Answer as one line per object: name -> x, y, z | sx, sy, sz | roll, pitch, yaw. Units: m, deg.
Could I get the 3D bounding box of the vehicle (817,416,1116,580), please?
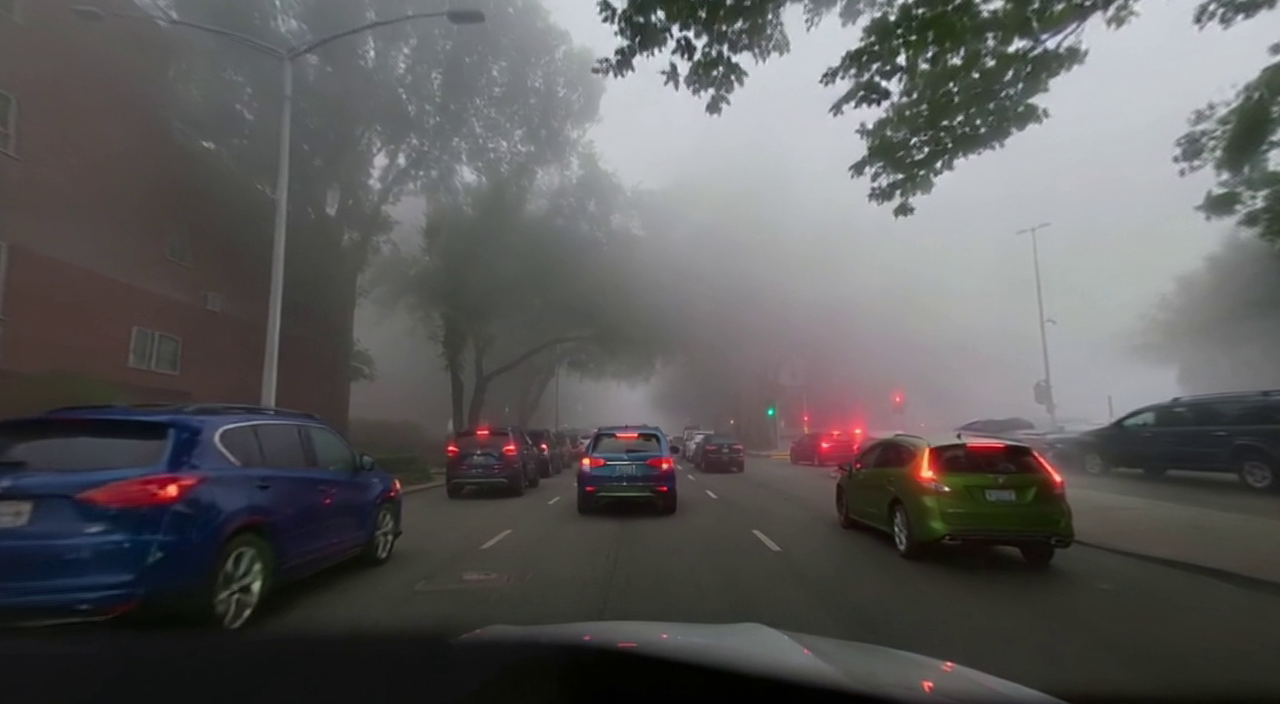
vehicle -> 3.701, 1.690, 8.052 | 1.847, 1.554, 3.885 | 0, -8, 2

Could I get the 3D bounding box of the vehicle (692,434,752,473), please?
vehicle -> 3.367, 4.258, 26.481 | 1.948, 1.475, 4.093 | 0, -8, 0

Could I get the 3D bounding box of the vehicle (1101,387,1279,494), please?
vehicle -> 12.523, 1.762, 12.524 | 4.991, 1.978, 2.090 | -8, -11, 43

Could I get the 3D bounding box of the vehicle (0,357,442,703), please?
vehicle -> -3.427, 1.186, 5.221 | 2.047, 1.710, 4.314 | 0, -8, 1

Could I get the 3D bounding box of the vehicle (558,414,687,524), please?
vehicle -> -0.238, 2.142, 11.964 | 2.022, 1.700, 4.084 | 0, -8, 1

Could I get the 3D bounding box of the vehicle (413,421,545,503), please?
vehicle -> -3.714, 2.634, 15.403 | 2.012, 1.701, 4.316 | 0, -8, 1
